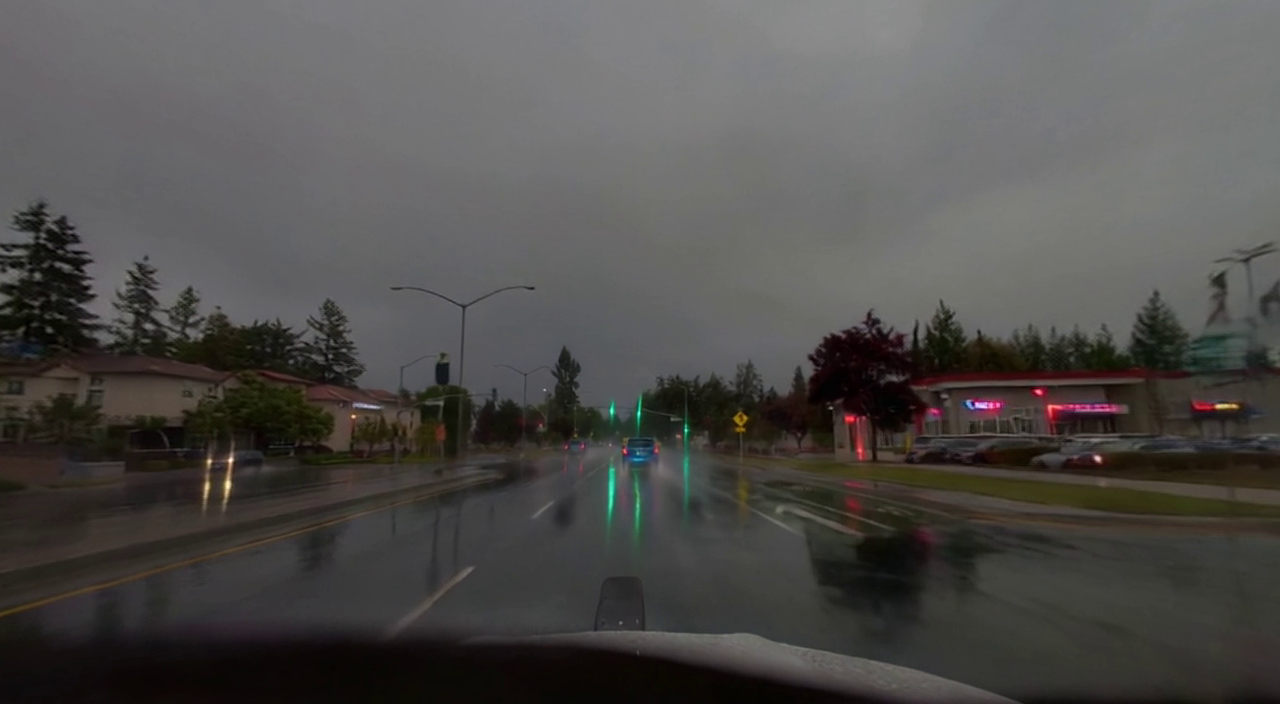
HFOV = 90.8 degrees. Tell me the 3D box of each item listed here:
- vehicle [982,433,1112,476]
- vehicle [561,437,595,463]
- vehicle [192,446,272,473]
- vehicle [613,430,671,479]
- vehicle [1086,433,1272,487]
[{"bbox_3d":[18.478,4.654,28.815,4.475,1.838,2.058,0,-9,-3],"label":"vehicle"},{"bbox_3d":[-4.645,7.409,47.858,2.202,1.856,4.516,0,-9,-1],"label":"vehicle"},{"bbox_3d":[-26.353,6.974,41.047,2.031,1.622,4.722,0,-9,0],"label":"vehicle"},{"bbox_3d":[0.025,4.410,27.456,2.273,1.909,5.075,0,-9,-1],"label":"vehicle"},{"bbox_3d":[18.332,3.671,21.666,4.417,1.717,2.073,0,-9,-1],"label":"vehicle"}]
